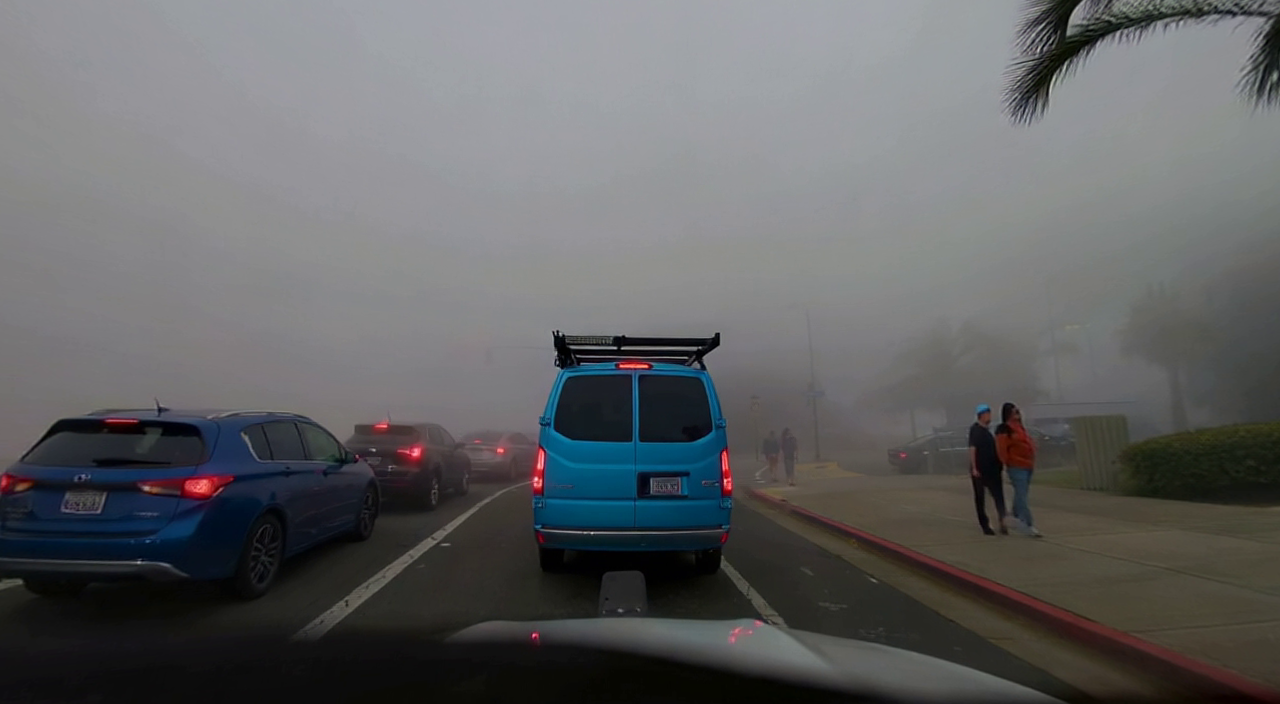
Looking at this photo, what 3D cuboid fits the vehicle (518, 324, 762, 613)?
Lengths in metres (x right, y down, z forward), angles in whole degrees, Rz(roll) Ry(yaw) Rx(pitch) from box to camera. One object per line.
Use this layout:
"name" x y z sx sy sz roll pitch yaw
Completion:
"vehicle" -0.212 1.214 7.167 1.902 2.238 4.263 1 -9 -6

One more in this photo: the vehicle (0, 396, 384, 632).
"vehicle" -4.410 1.466 6.665 1.986 1.643 4.315 1 -9 -6

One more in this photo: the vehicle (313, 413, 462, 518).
"vehicle" -5.225 2.412 13.881 2.089 1.854 5.022 2 -9 -11

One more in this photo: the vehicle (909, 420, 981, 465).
"vehicle" 12.628 3.757 26.042 2.046 1.675 3.924 -6 -10 33

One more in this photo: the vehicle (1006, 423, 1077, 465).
"vehicle" 15.753 3.619 24.706 2.048 1.475 3.972 -6 -10 34

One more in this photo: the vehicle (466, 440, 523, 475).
"vehicle" -6.859 4.887 29.554 1.818 1.479 4.428 4 -9 -22
